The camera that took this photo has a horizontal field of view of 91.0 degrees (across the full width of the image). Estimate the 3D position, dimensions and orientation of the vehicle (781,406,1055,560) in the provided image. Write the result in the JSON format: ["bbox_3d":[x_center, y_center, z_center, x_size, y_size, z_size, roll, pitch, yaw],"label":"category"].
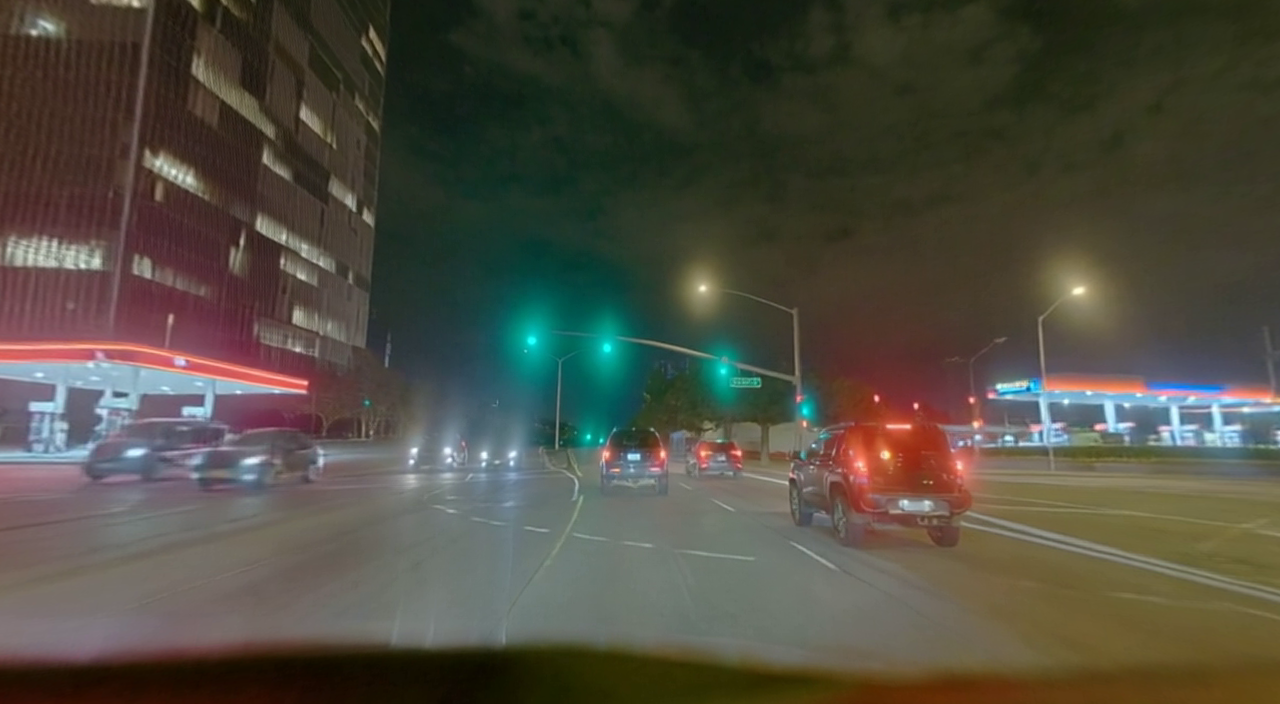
[{"bbox_3d":[3.681,1.805,9.398,2.000,1.745,4.206,0,-8,-3],"label":"vehicle"}]

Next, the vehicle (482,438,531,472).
[{"bbox_3d":[-6.470,5.004,30.869,1.987,1.505,4.337,1,-8,-8],"label":"vehicle"}]

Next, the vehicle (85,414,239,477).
[{"bbox_3d":[-19.043,3.762,25.527,2.460,2.257,5.387,1,-8,-7],"label":"vehicle"}]

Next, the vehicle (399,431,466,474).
[{"bbox_3d":[-9.347,4.544,28.719,1.992,1.755,4.283,1,-8,-7],"label":"vehicle"}]

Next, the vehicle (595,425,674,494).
[{"bbox_3d":[-0.212,3.095,18.518,2.051,1.798,4.168,0,-8,-2],"label":"vehicle"}]

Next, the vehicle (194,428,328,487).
[{"bbox_3d":[-11.924,3.320,20.184,2.023,1.671,4.174,1,-8,-6],"label":"vehicle"}]

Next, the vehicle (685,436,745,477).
[{"bbox_3d":[3.146,4.434,26.975,1.800,1.592,3.658,1,-8,-5],"label":"vehicle"}]
